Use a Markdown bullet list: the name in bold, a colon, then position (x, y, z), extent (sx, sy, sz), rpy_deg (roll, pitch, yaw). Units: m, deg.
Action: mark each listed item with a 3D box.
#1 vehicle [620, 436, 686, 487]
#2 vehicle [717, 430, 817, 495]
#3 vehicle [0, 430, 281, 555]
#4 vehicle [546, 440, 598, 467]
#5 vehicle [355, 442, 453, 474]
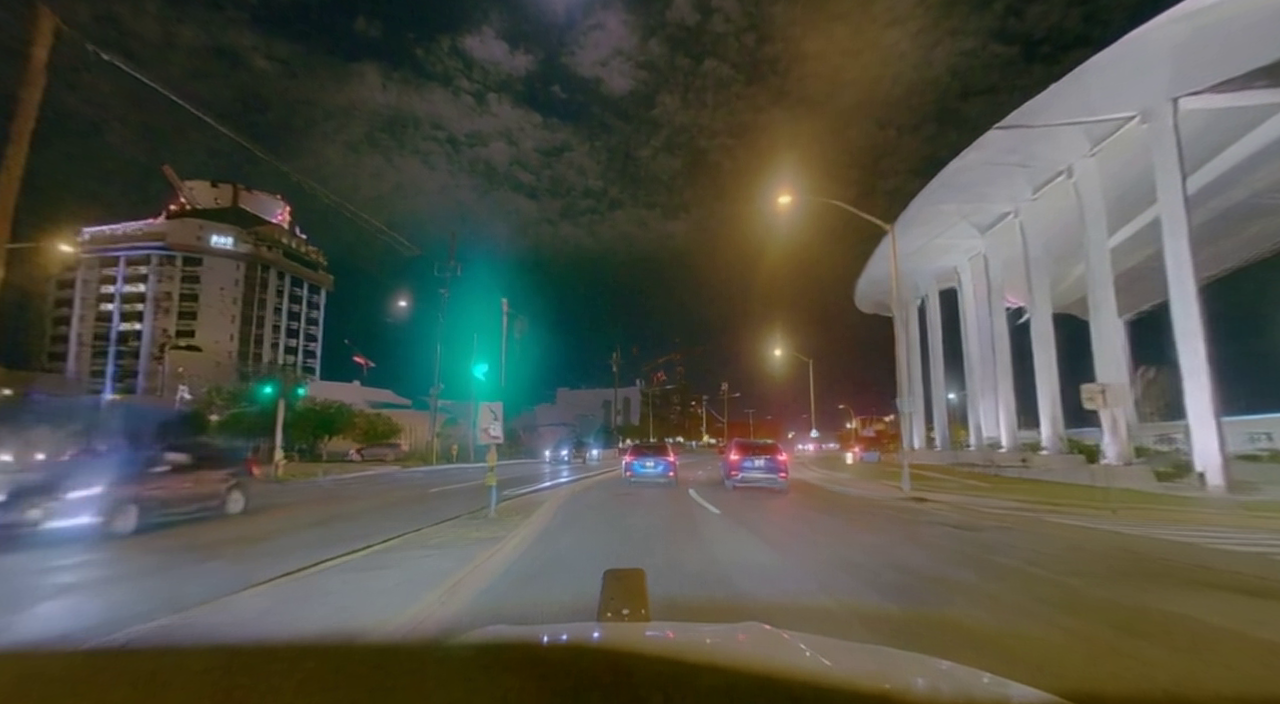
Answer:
- **vehicle**: position (0.523, 3.871, 22.542), extent (2.132, 1.632, 3.889), rpy_deg (-1, -8, 3)
- **vehicle**: position (3.761, 3.380, 19.709), extent (2.320, 1.772, 4.872), rpy_deg (0, -8, 3)
- **vehicle**: position (-8.392, 2.098, 10.260), extent (2.121, 1.513, 4.827), rpy_deg (-1, -8, 2)
- **vehicle**: position (-4.821, 7.231, 45.247), extent (2.254, 1.789, 4.736), rpy_deg (-2, -9, 13)
- **vehicle**: position (-11.960, 5.335, 32.027), extent (4.351, 1.490, 2.012), rpy_deg (4, -9, -28)
